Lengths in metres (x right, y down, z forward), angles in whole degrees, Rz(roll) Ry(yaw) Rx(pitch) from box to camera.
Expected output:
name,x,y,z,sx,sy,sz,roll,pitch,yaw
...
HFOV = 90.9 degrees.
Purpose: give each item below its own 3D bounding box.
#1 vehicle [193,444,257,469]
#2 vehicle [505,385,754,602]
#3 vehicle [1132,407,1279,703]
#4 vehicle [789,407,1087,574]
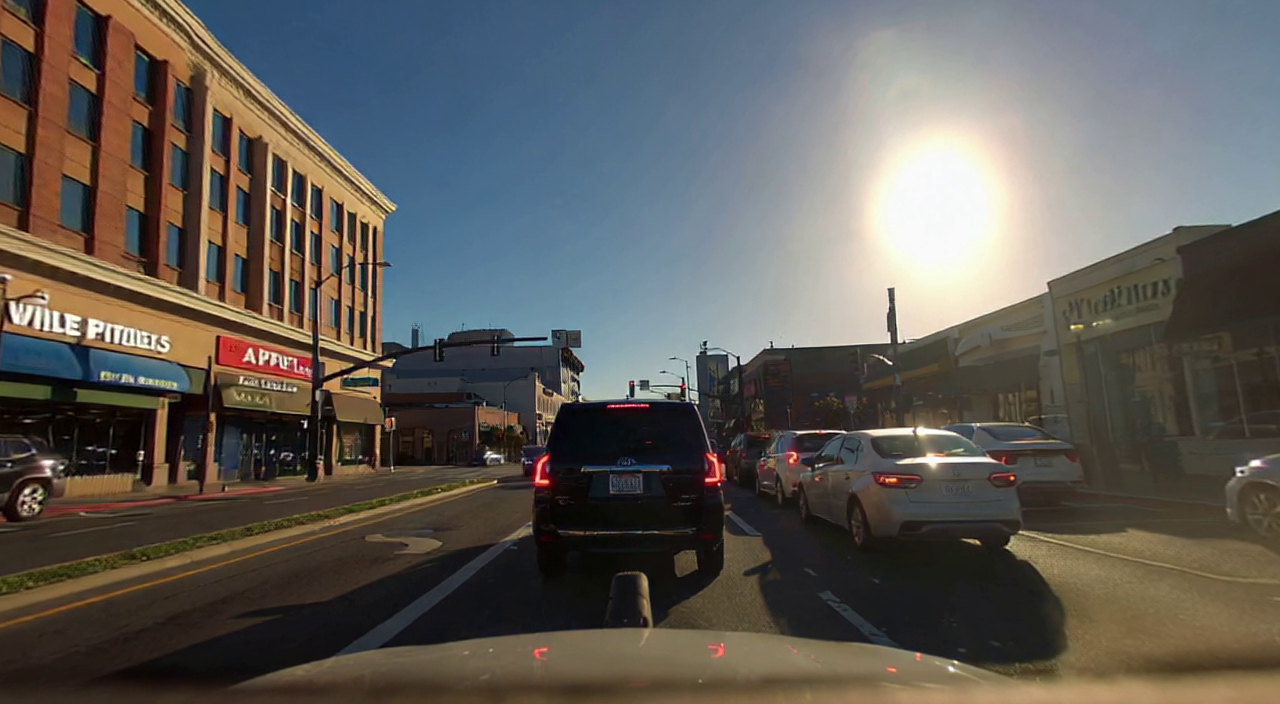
name,x,y,z,sx,sy,sz,roll,pitch,yaw
vehicle,-27.439,6.873,41.858,1.693,1.563,3.716,0,-8,0
vehicle,-0.003,1.535,7.684,2.154,1.861,4.280,0,-8,3
vehicle,3.368,0.720,0.785,1.884,1.484,4.609,0,-8,2
vehicle,3.619,1.761,8.796,2.036,1.719,4.318,0,-8,0
